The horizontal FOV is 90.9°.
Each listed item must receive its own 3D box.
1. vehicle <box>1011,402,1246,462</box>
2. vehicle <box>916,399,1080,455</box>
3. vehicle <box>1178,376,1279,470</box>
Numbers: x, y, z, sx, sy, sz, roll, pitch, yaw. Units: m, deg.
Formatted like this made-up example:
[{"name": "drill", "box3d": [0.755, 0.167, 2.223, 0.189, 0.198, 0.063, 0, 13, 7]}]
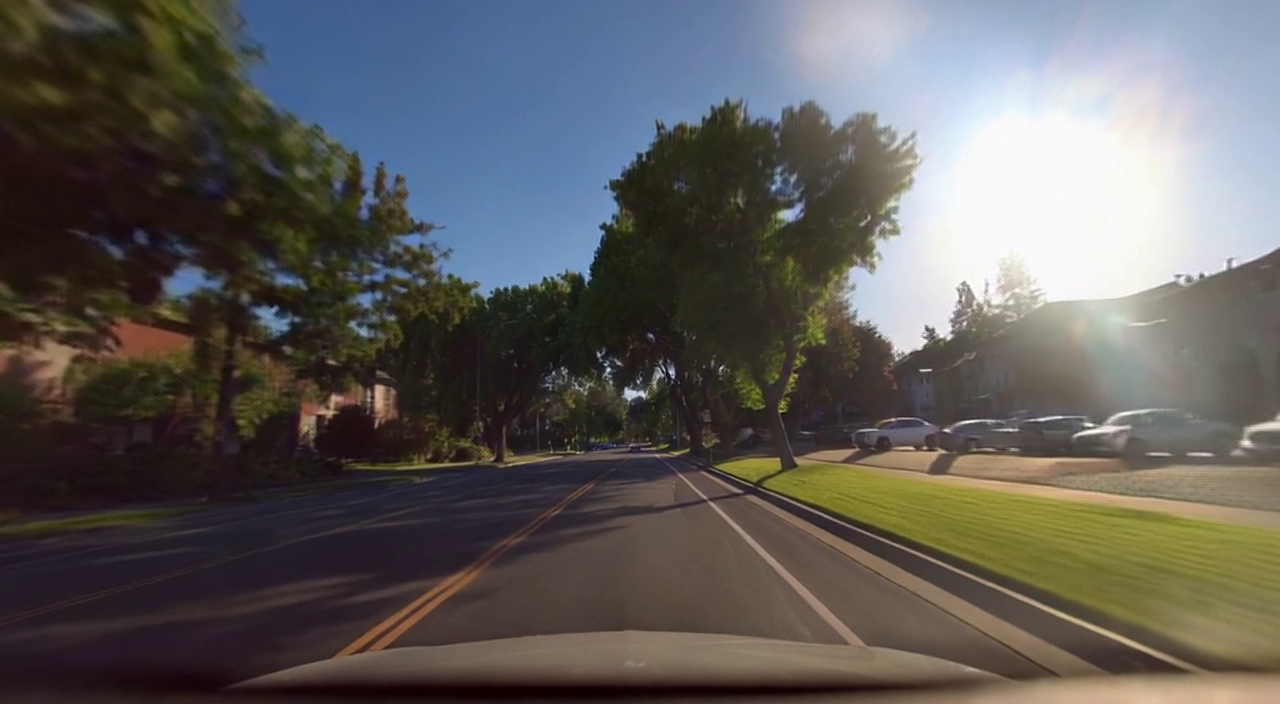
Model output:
[{"name": "vehicle", "box3d": [12.633, 2.117, 16.549, 4.428, 1.467, 2.099, 0, -8, -1]}, {"name": "vehicle", "box3d": [12.349, 2.632, 21.929, 4.540, 1.824, 1.965, 1, -8, -6]}, {"name": "vehicle", "box3d": [12.459, 1.253, 10.855, 4.529, 1.490, 2.168, 1, -8, -5]}]
